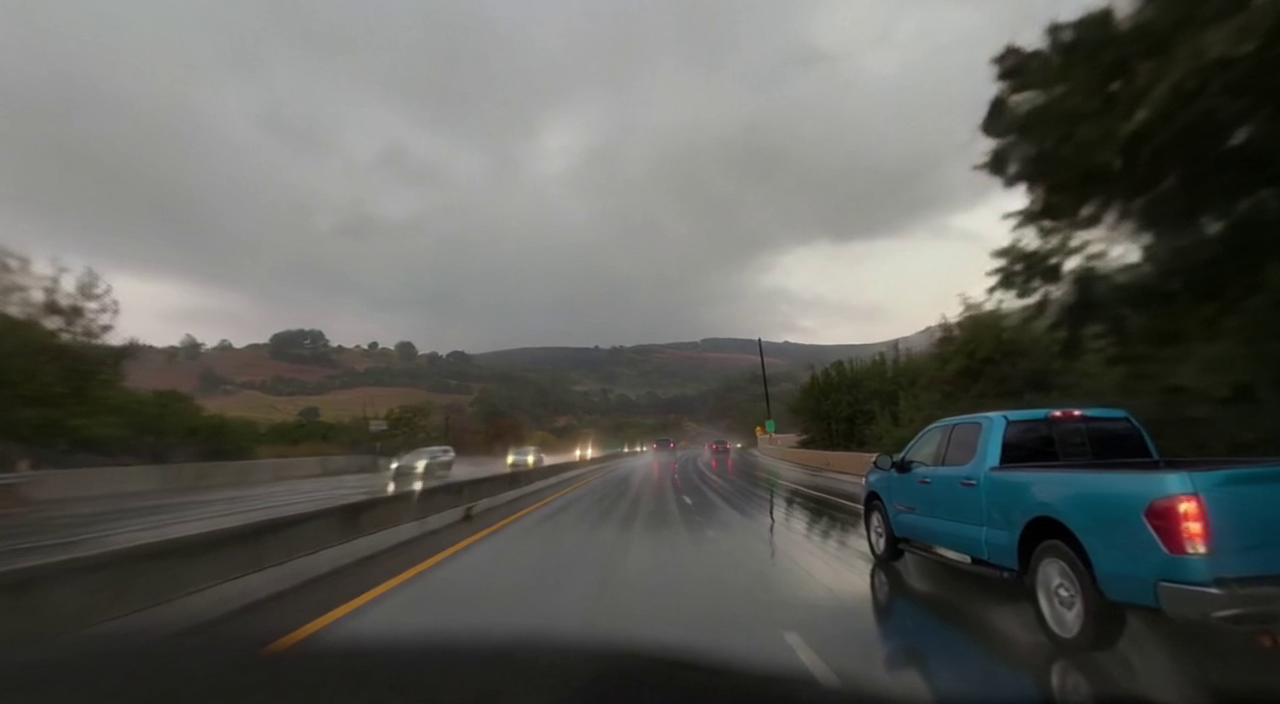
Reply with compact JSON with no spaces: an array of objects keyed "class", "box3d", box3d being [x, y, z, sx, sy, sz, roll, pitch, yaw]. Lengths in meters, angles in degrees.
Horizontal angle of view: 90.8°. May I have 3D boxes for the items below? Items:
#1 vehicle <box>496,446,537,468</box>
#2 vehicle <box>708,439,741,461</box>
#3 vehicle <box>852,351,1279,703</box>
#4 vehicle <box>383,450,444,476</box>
[{"class":"vehicle","box3d":[-9.520,8.146,49.099,1.954,1.605,4.462,-1,-9,4]},{"class":"vehicle","box3d":[6.601,7.717,49.725,2.249,1.635,4.118,-1,-9,4]},{"class":"vehicle","box3d":[3.674,1.208,5.211,2.151,1.744,4.709,0,-9,-1]},{"class":"vehicle","box3d":[-13.824,6.808,38.899,1.849,1.453,4.470,-1,-9,4]}]
